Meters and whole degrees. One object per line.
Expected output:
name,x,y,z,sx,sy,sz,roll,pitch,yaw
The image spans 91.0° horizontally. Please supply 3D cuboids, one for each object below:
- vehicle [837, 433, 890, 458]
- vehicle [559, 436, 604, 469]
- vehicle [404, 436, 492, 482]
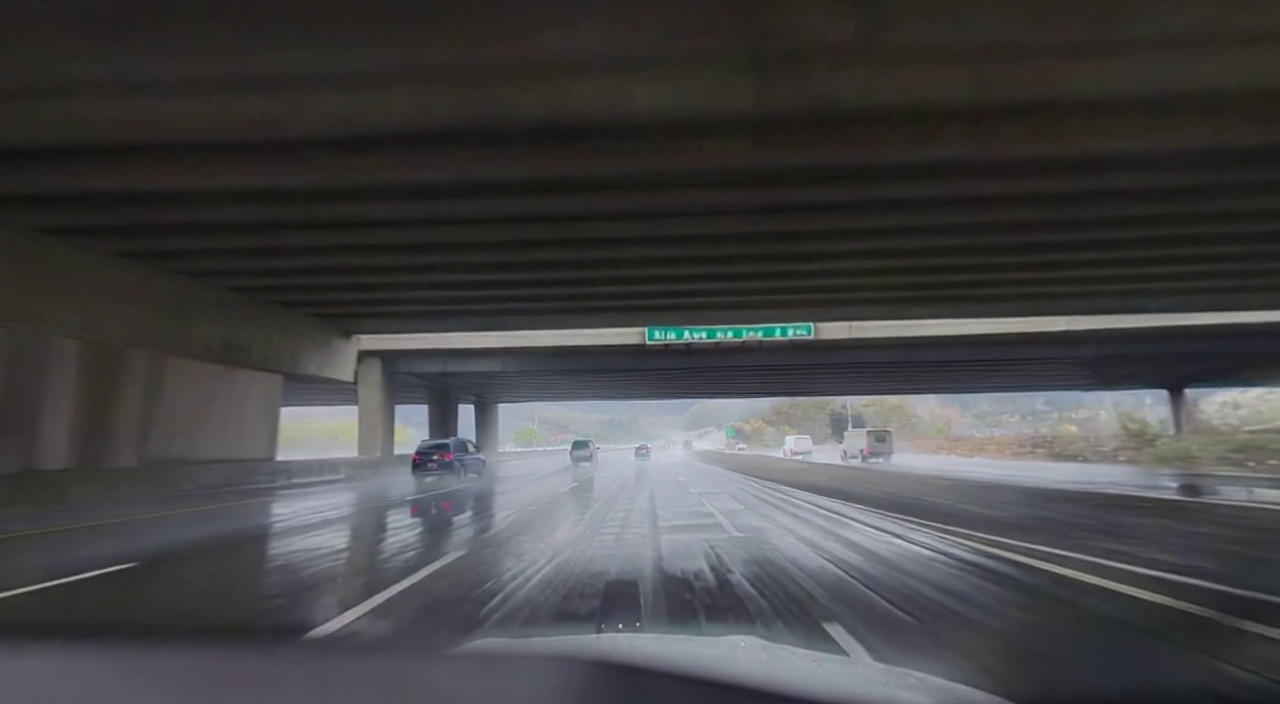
vehicle,14.590,6.143,41.321,1.896,1.518,4.417,0,-8,1
vehicle,-3.445,6.034,38.105,2.144,1.847,4.850,0,-8,1
vehicle,-7.779,4.386,26.015,2.092,1.712,4.627,0,-8,1
